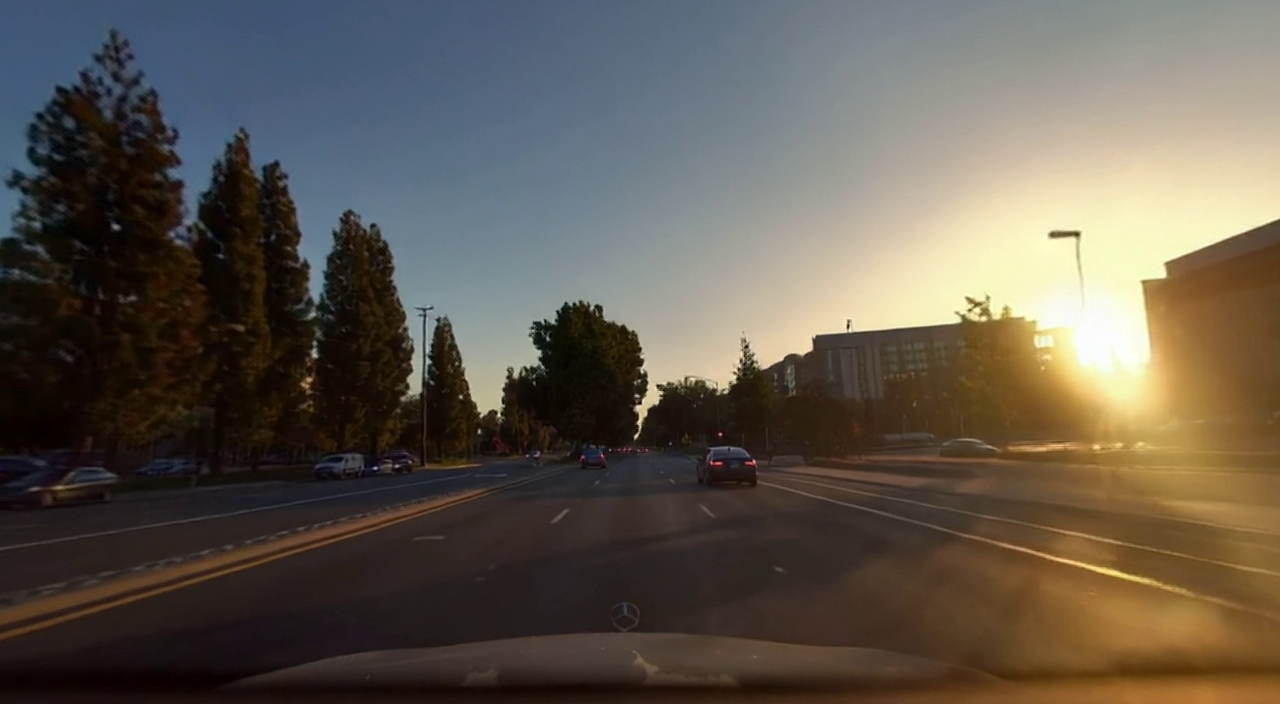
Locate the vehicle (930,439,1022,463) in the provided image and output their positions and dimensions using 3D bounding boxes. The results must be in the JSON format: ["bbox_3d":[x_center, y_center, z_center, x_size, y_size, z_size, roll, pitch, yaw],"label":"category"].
[{"bbox_3d":[21.715,6.431,40.967,4.748,1.451,2.089,0,-9,-2],"label":"vehicle"}]

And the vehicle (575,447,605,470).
[{"bbox_3d":[-3.680,7.971,47.353,1.935,1.617,4.045,0,-8,0],"label":"vehicle"}]

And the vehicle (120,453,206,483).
[{"bbox_3d":[-29.949,7.250,39.719,3.855,1.693,1.875,-2,-8,1],"label":"vehicle"}]

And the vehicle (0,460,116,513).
[{"bbox_3d":[-22.377,4.889,23.367,1.926,1.681,4.601,-1,-8,1],"label":"vehicle"}]

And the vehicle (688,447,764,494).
[{"bbox_3d":[2.926,4.125,22.448,1.966,1.449,4.290,0,-9,-2],"label":"vehicle"}]

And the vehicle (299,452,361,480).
[{"bbox_3d":[-22.518,8.289,46.121,2.139,1.833,4.686,0,-8,0],"label":"vehicle"}]
